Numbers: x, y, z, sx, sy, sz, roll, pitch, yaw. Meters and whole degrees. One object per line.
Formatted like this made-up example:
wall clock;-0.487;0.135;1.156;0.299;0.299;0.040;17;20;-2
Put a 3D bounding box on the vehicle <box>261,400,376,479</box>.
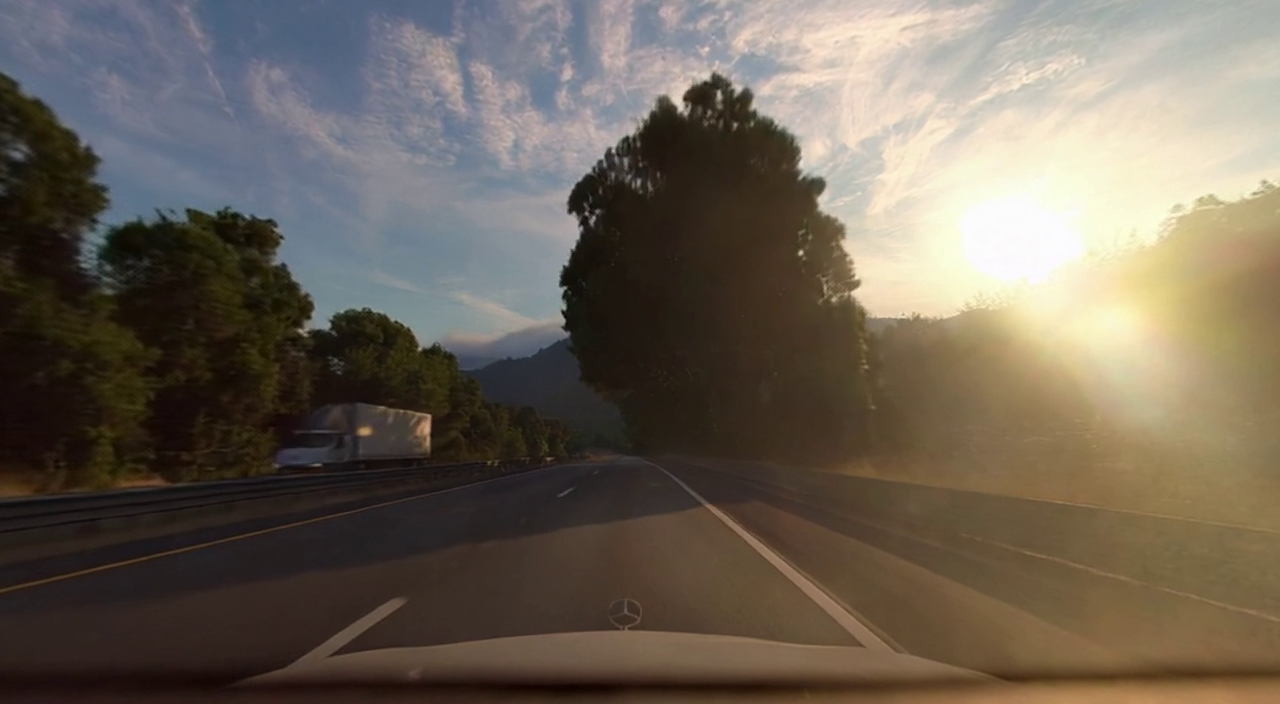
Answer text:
vehicle;-17.300;4.784;34.439;3.023;3.905;5.914;0;-9;0
